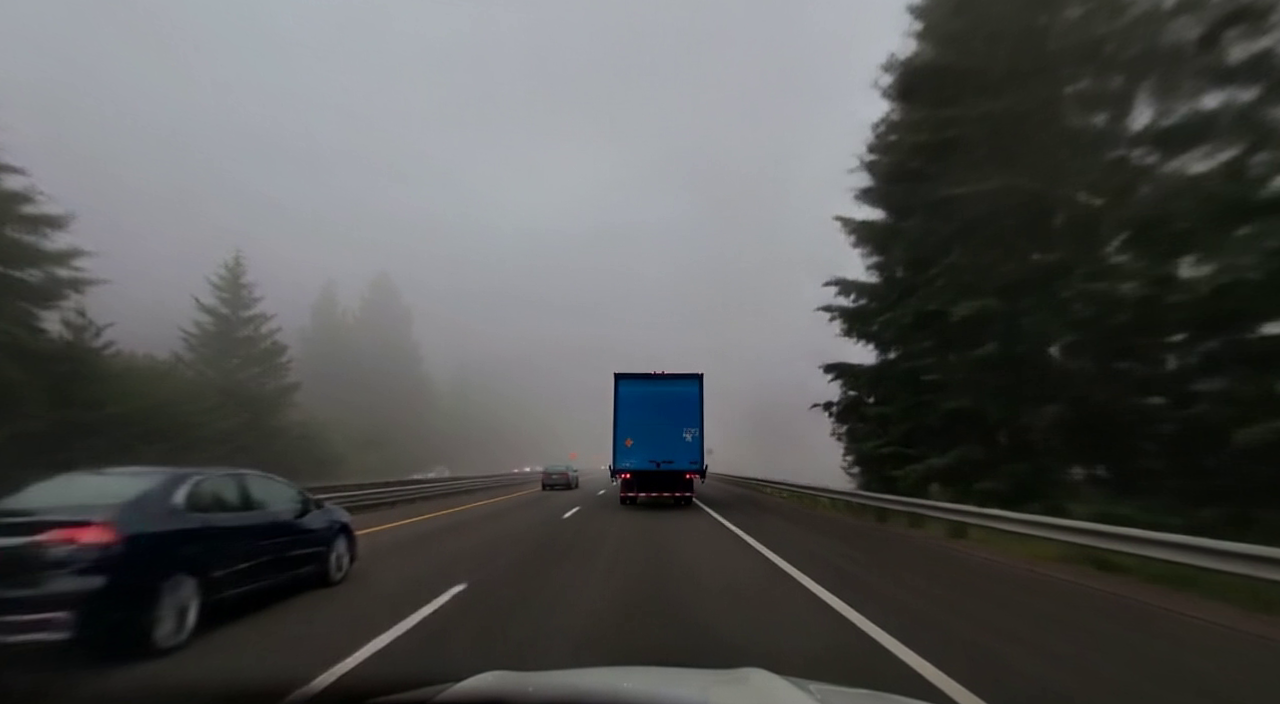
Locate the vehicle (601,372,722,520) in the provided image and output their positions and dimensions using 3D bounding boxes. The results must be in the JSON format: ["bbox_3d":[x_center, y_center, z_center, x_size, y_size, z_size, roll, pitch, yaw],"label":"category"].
[{"bbox_3d":[0.571,3.212,20.676,3.008,3.678,9.512,1,-10,0],"label":"vehicle"}]

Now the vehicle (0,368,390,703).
[{"bbox_3d":[-3.787,1.246,4.498,2.076,1.691,4.555,1,-10,0],"label":"vehicle"}]

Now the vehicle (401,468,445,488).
[{"bbox_3d":[-16.305,9.518,47.584,1.737,1.393,4.108,0,-10,1],"label":"vehicle"}]

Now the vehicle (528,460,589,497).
[{"bbox_3d":[-3.597,5.722,28.769,2.079,1.506,4.821,0,-10,1],"label":"vehicle"}]
